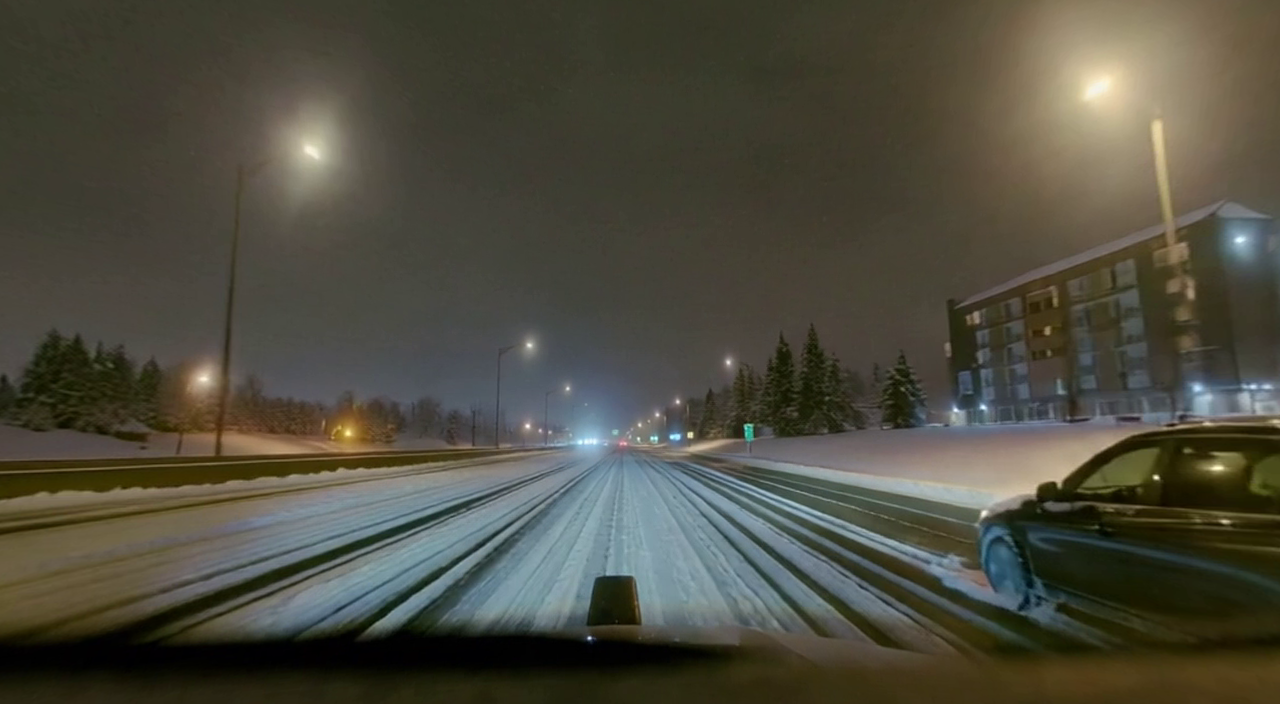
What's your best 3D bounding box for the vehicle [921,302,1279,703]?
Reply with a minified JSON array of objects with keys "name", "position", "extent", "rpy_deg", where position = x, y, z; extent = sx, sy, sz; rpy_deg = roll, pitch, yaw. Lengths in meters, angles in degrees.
[{"name":"vehicle","position":[3.603,0.755,2.918],"extent":[2.212,1.753,5.064],"rpy_deg":[0,-9,-1]}]
